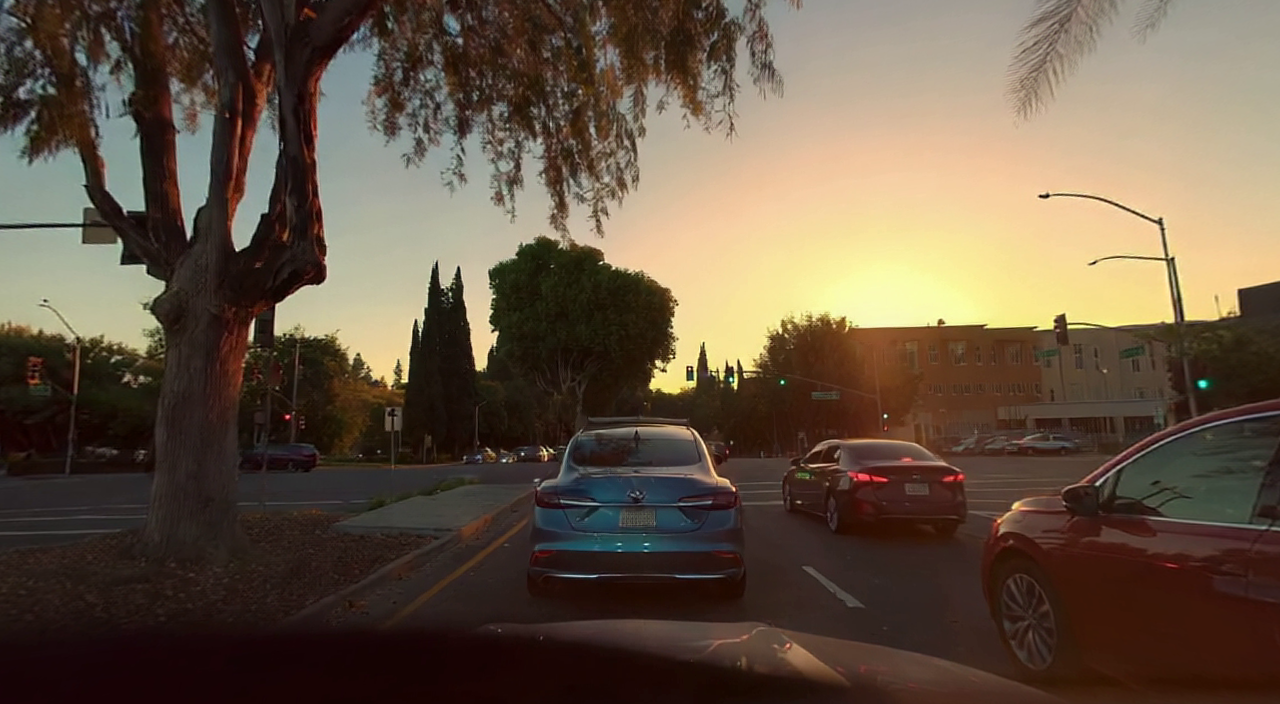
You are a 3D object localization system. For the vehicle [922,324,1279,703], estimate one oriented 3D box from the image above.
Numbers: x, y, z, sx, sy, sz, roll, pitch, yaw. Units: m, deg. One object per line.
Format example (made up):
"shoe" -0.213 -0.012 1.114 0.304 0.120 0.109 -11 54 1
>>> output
"vehicle" 3.720 0.935 3.449 2.162 1.829 4.519 0 -9 -1

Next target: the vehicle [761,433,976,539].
"vehicle" 3.687 2.261 11.314 2.054 1.482 4.654 0 -9 -1

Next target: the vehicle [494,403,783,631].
"vehicle" -0.027 1.479 6.521 2.074 1.631 3.793 0 -9 -1
